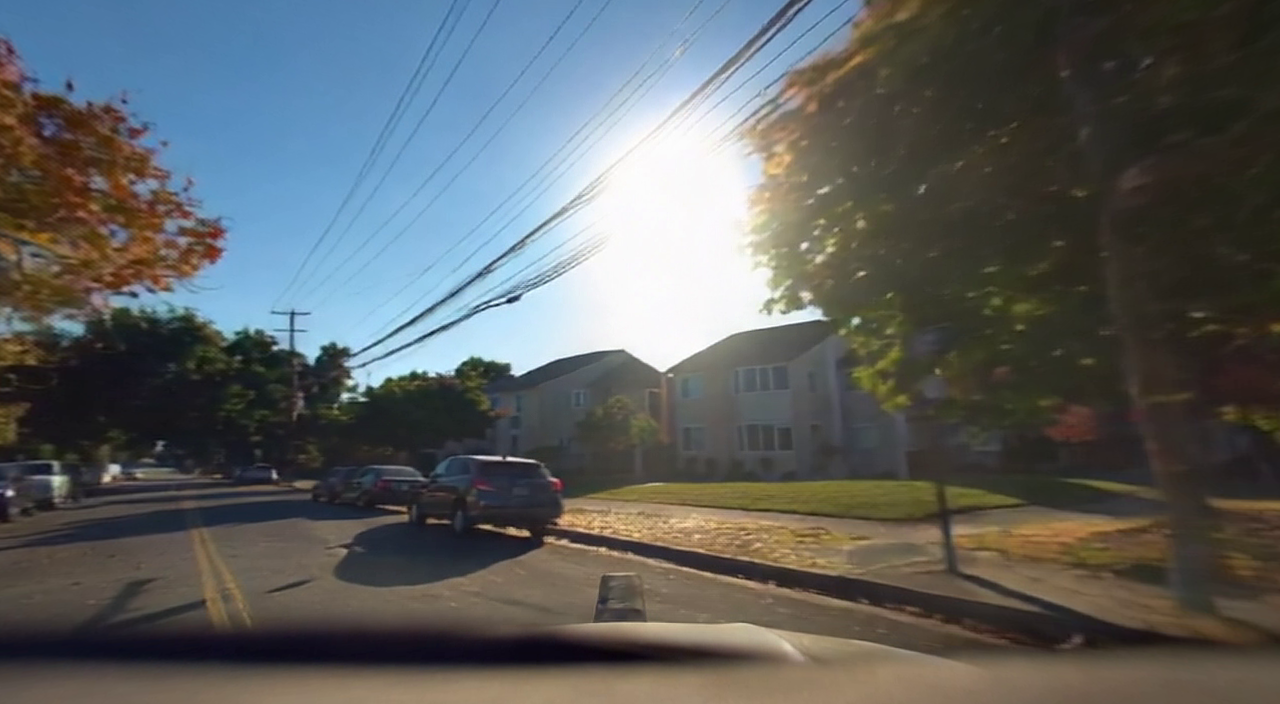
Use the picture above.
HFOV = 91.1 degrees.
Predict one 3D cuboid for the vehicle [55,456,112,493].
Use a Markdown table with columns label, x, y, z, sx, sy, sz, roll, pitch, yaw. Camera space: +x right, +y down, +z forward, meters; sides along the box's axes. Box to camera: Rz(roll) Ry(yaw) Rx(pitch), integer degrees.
| label | x | y | z | sx | sy | sz | roll | pitch | yaw |
| --- | --- | --- | --- | --- | --- | --- | --- | --- | --- |
| vehicle | -41.076 | 8.997 | 46.476 | 2.376 | 2.219 | 6.021 | 3 | -8 | -35 |

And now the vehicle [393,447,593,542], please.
| label | x | y | z | sx | sy | sz | roll | pitch | yaw |
| --- | --- | --- | --- | --- | --- | --- | --- | --- | --- |
| vehicle | -3.413 | 2.957 | 13.682 | 2.272 | 1.626 | 5.170 | 9 | -13 | -36 |

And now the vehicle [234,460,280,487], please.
| label | x | y | z | sx | sy | sz | roll | pitch | yaw |
| --- | --- | --- | --- | --- | --- | --- | --- | --- | --- |
| vehicle | -28.051 | 8.920 | 45.916 | 2.328 | 1.730 | 4.225 | 7 | -14 | -36 |

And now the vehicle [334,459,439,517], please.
| label | x | y | z | sx | sy | sz | roll | pitch | yaw |
| --- | --- | --- | --- | --- | --- | --- | --- | --- | --- |
| vehicle | -8.190 | 4.220 | 20.018 | 1.868 | 1.494 | 4.652 | 6 | -11 | -37 |
